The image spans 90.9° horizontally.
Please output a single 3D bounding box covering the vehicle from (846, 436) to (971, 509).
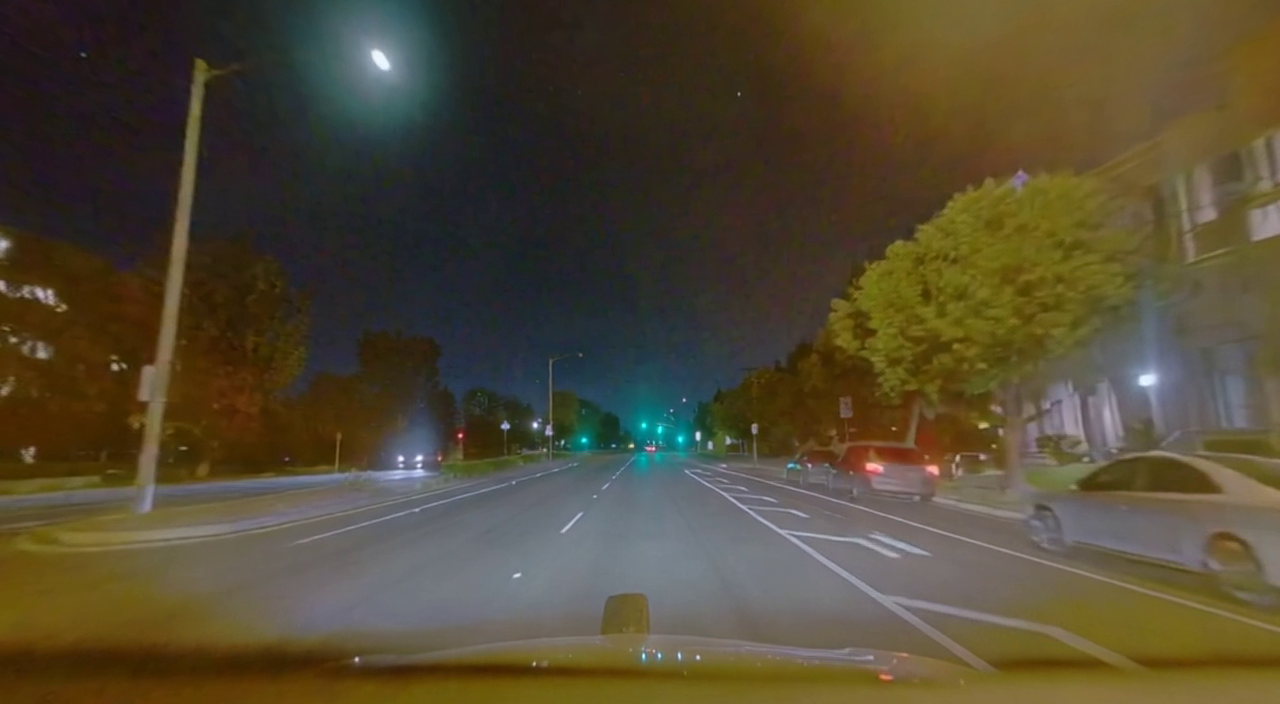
[{"bbox_3d":[6.400,2.876,15.416,1.752,1.590,3.090,-1,-9,2],"label":"vehicle"}]

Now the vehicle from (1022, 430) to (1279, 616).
[{"bbox_3d":[6.221,1.581,6.409,1.976,1.498,4.390,0,-9,1],"label":"vehicle"}]

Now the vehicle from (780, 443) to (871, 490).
[{"bbox_3d":[6.323,3.936,22.039,1.974,1.444,4.494,0,-9,2],"label":"vehicle"}]
